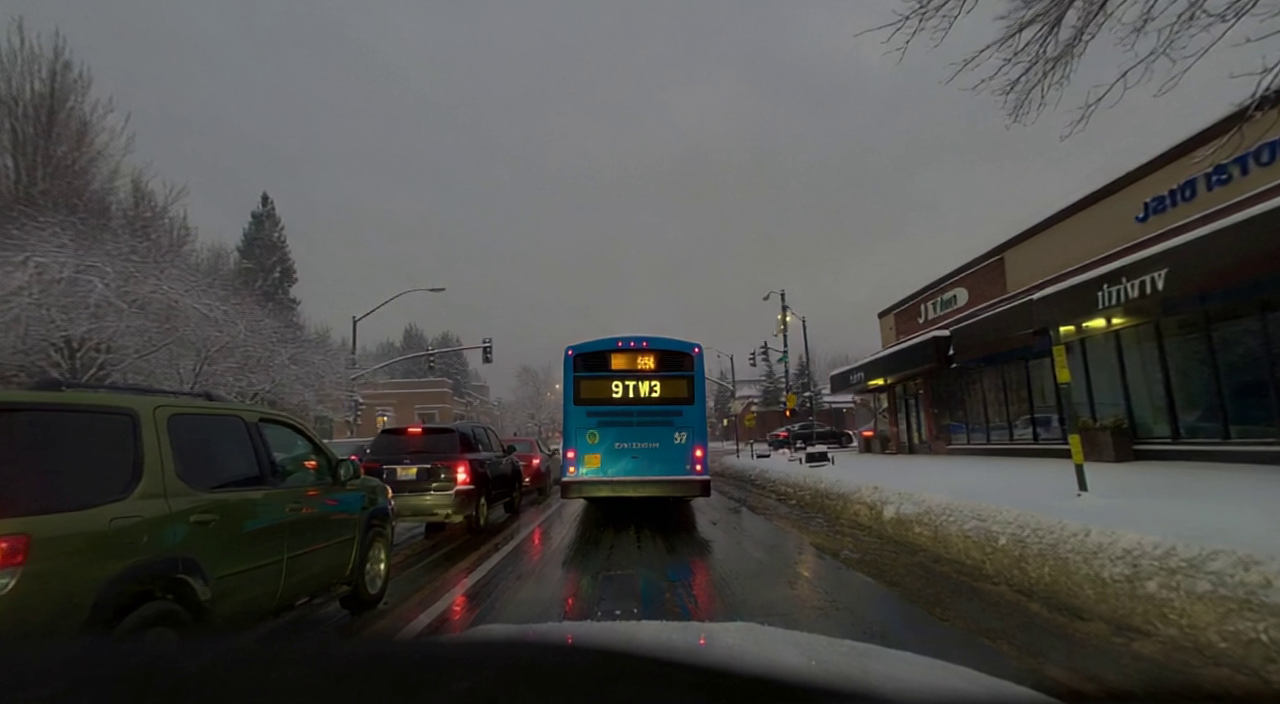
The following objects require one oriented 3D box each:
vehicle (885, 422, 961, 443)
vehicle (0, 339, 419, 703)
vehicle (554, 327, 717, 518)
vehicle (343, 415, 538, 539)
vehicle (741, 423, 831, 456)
[{"bbox_3d":[21.198,6.067,47.355,4.827,1.555,1.863,1,-9,-7],"label":"vehicle"},{"bbox_3d":[-3.213,1.097,3.988,2.020,1.725,4.384,0,-8,0],"label":"vehicle"},{"bbox_3d":[-0.324,1.990,16.503,2.938,3.468,9.972,0,-9,-3],"label":"vehicle"},{"bbox_3d":[-3.346,2.203,11.781,2.096,1.828,4.669,0,-8,0],"label":"vehicle"},{"bbox_3d":[9.961,6.048,43.506,5.788,2.165,2.491,-2,-9,10],"label":"vehicle"}]
